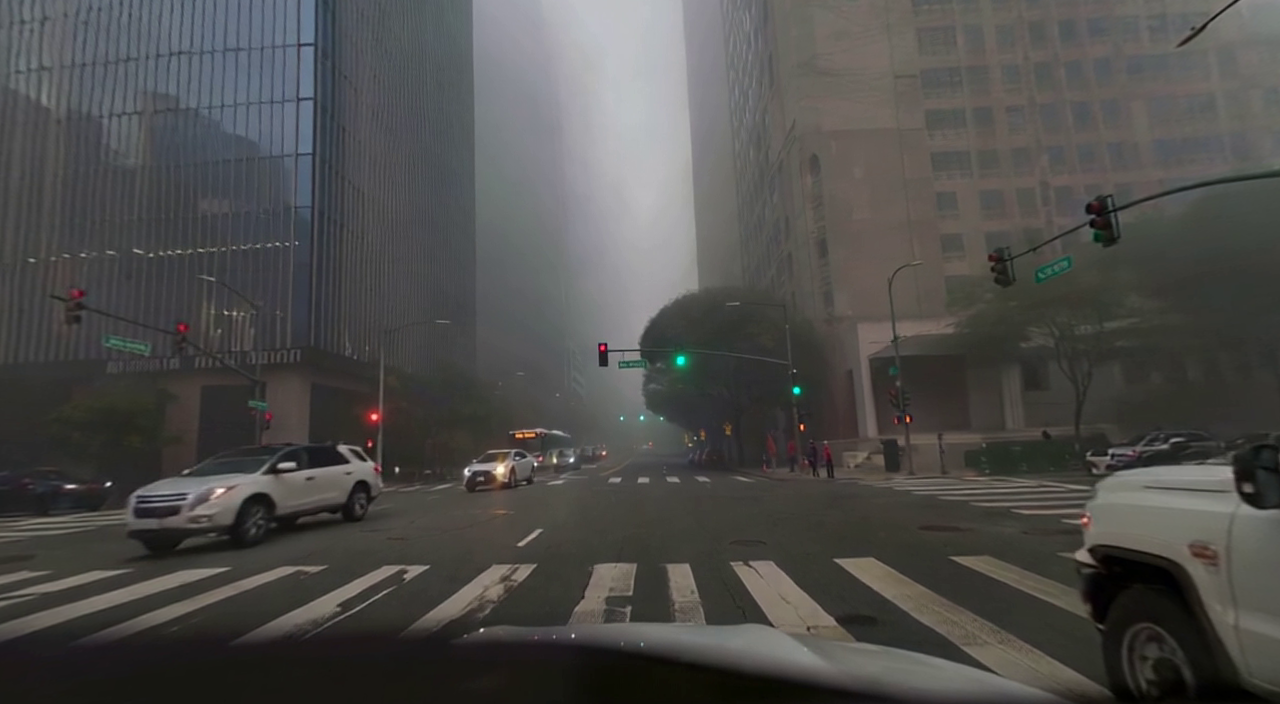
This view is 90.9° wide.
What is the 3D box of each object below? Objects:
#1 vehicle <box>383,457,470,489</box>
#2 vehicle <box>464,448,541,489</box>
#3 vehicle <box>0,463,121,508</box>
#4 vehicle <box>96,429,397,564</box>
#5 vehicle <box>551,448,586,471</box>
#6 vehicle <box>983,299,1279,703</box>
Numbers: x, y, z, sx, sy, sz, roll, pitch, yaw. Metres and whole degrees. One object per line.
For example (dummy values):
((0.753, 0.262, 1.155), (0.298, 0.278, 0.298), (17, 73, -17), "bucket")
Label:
((-11.226, 6.371, 33.534), (2.051, 1.468, 4.635), (-2, -9, 15), "vehicle")
((-5.469, 4.699, 25.784), (1.956, 1.457, 4.958), (0, -8, 1), "vehicle")
((-27.166, 6.053, 28.729), (5.101, 1.851, 2.118), (0, -8, 2), "vehicle")
((-5.977, 2.198, 10.458), (1.990, 1.710, 4.507), (0, -8, 1), "vehicle")
((-5.365, 8.104, 47.750), (1.997, 1.610, 4.144), (0, -8, 2), "vehicle")
((3.263, 0.627, 1.343), (2.118, 1.848, 5.426), (0, -8, 2), "vehicle")
